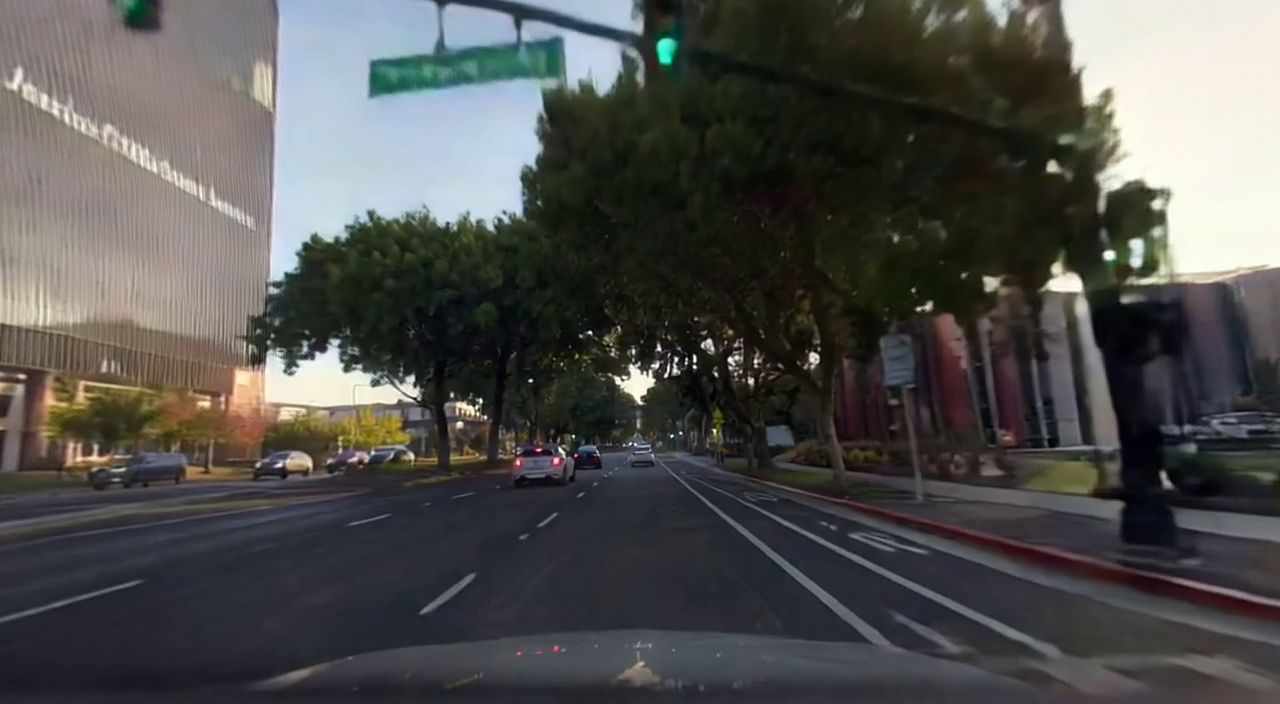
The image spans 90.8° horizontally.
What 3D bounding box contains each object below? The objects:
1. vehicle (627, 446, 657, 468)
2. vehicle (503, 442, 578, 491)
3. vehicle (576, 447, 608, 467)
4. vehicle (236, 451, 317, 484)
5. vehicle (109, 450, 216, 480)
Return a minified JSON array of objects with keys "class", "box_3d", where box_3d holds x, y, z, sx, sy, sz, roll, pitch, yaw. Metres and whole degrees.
[{"class":"vehicle","box_3d":[0.134,7.546,45.700,2.102,1.482,4.125,0,-8,-1]},{"class":"vehicle","box_3d":[-3.372,3.946,22.139,1.983,1.545,3.773,0,-8,1]},{"class":"vehicle","box_3d":[-3.620,8.078,48.755,2.088,1.430,4.482,0,-8,1]},{"class":"vehicle","box_3d":[-20.435,6.476,35.746,1.900,1.638,4.567,0,-8,-1]},{"class":"vehicle","box_3d":[-33.140,7.830,44.074,5.549,1.937,2.207,4,-10,-29]}]
